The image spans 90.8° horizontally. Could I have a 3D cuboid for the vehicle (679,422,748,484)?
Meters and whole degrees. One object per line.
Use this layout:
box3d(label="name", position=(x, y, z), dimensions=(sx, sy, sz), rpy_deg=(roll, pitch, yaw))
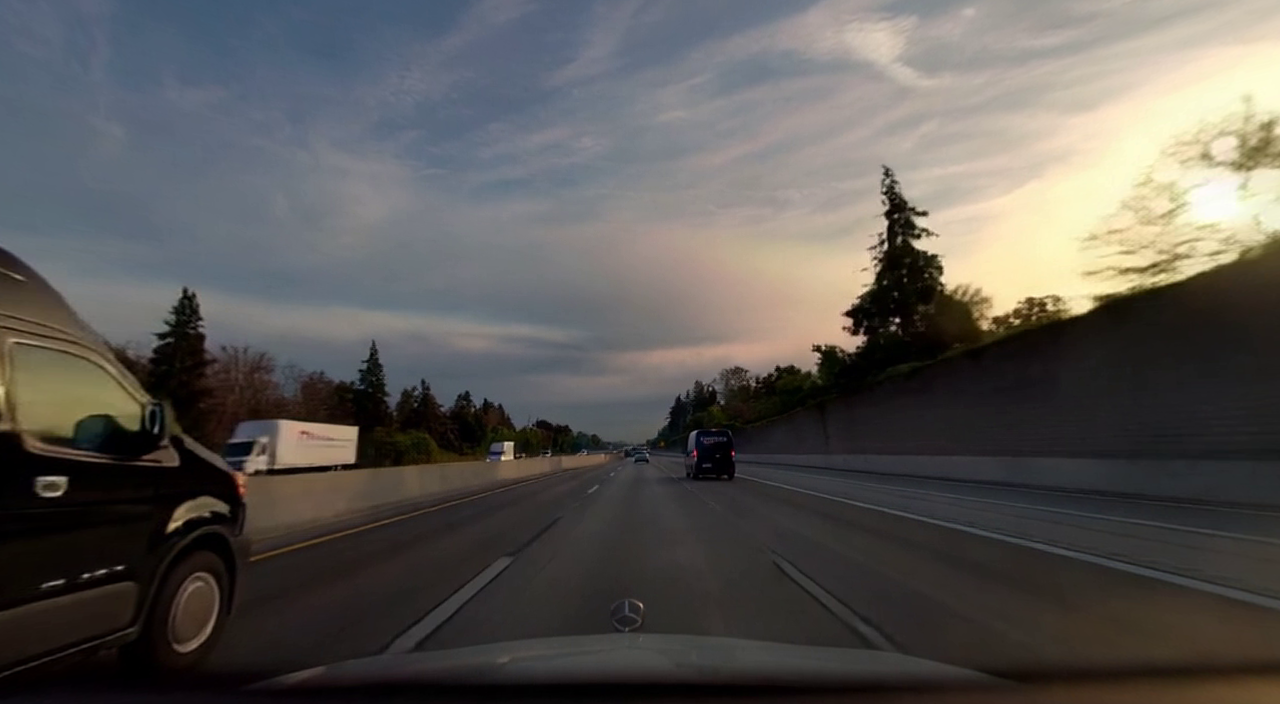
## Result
box3d(label="vehicle", position=(3.237, 4.643, 29.144), dimensions=(2.373, 2.561, 5.922), rpy_deg=(0, -9, -1))

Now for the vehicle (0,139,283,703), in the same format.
box3d(label="vehicle", position=(-3.692, 0.232, 1.032), dimensions=(2.409, 2.523, 6.275), rpy_deg=(0, -9, 1))

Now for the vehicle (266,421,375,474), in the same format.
box3d(label="vehicle", position=(-24.480, 7.476, 49.311), dimensions=(2.867, 3.591, 10.876), rpy_deg=(0, -9, 0))
